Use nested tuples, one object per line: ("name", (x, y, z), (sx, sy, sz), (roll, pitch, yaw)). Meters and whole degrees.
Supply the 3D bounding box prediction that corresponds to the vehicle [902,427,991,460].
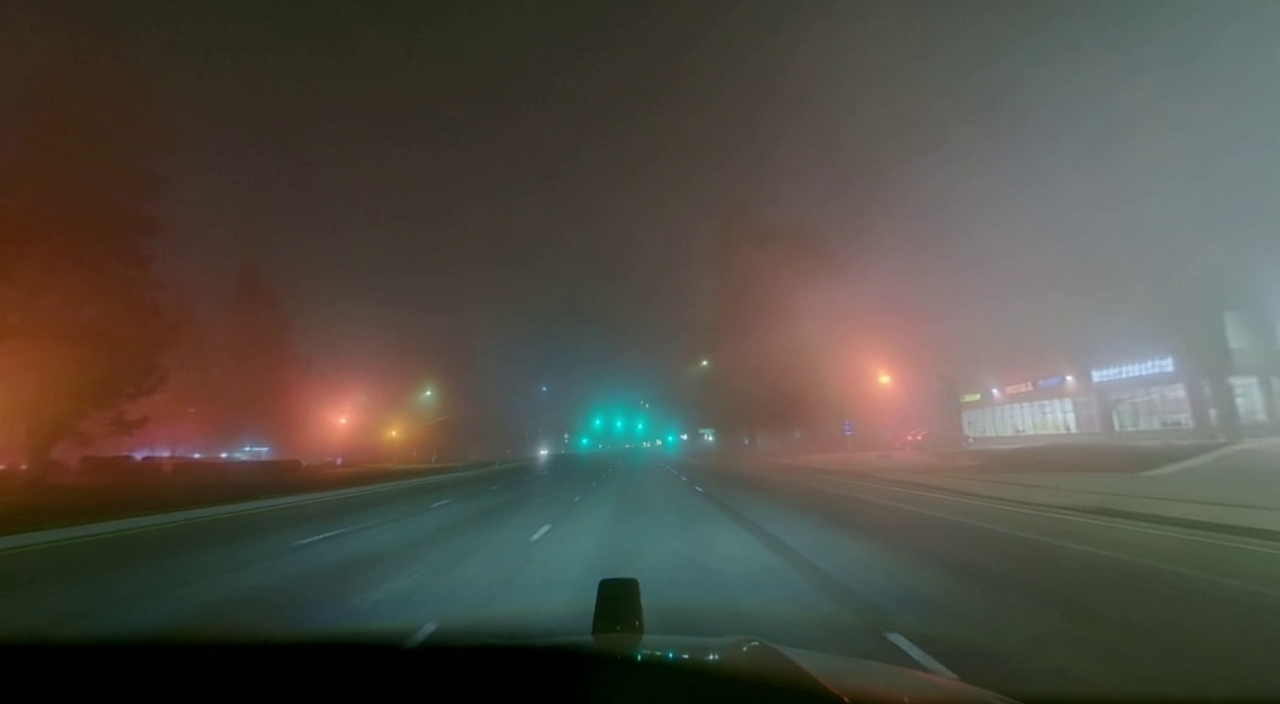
("vehicle", (23.272, 6.937, 48.081), (5.460, 1.980, 2.188), (-5, -8, 1))
